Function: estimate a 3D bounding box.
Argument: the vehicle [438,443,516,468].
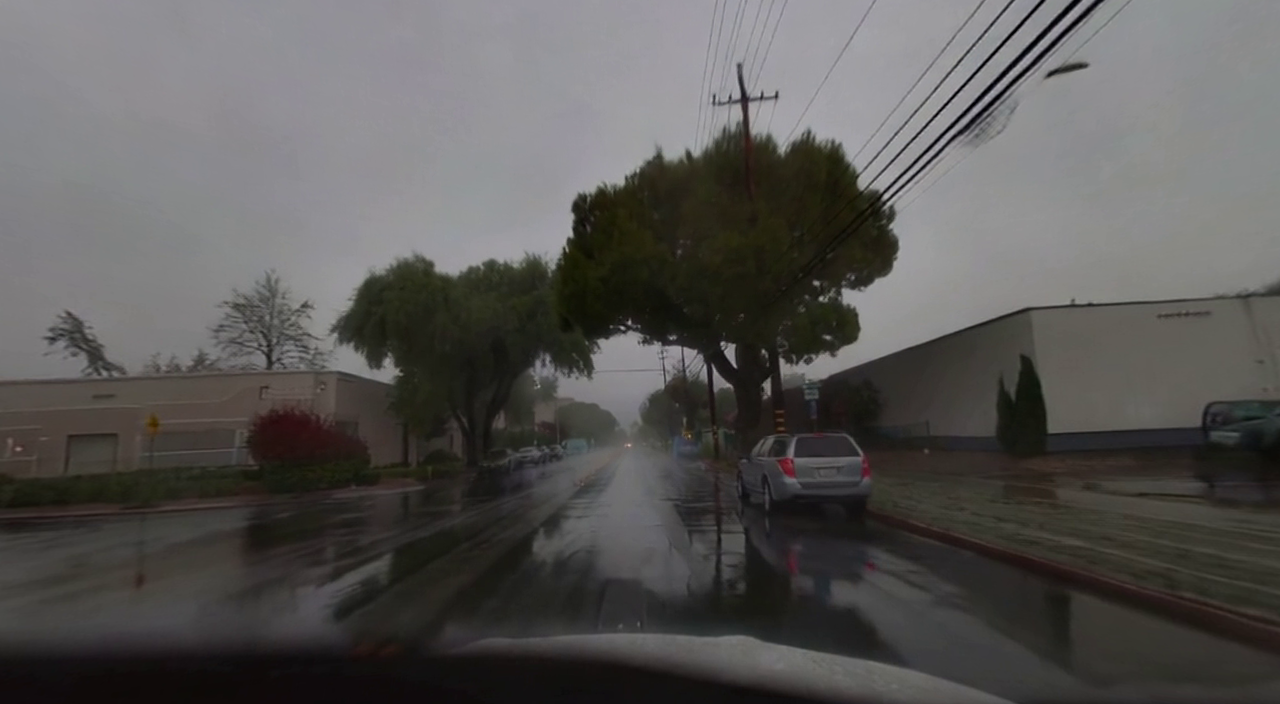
[{"bbox_3d":[-12.428,7.898,48.412,5.330,1.805,2.170,0,-9,-1],"label":"vehicle"}]

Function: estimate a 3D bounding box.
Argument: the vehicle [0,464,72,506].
[{"bbox_3d":[-25.789,5.408,25.450,1.803,1.469,4.240,-3,-7,1],"label":"vehicle"}]

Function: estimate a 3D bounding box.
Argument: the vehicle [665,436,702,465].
[{"bbox_3d":[2.979,6.853,43.990,2.120,1.869,4.773,0,-9,-2],"label":"vehicle"}]

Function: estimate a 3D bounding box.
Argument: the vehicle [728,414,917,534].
[{"bbox_3d":[3.180,2.276,12.419,2.138,1.820,5.218,0,-9,0],"label":"vehicle"}]
